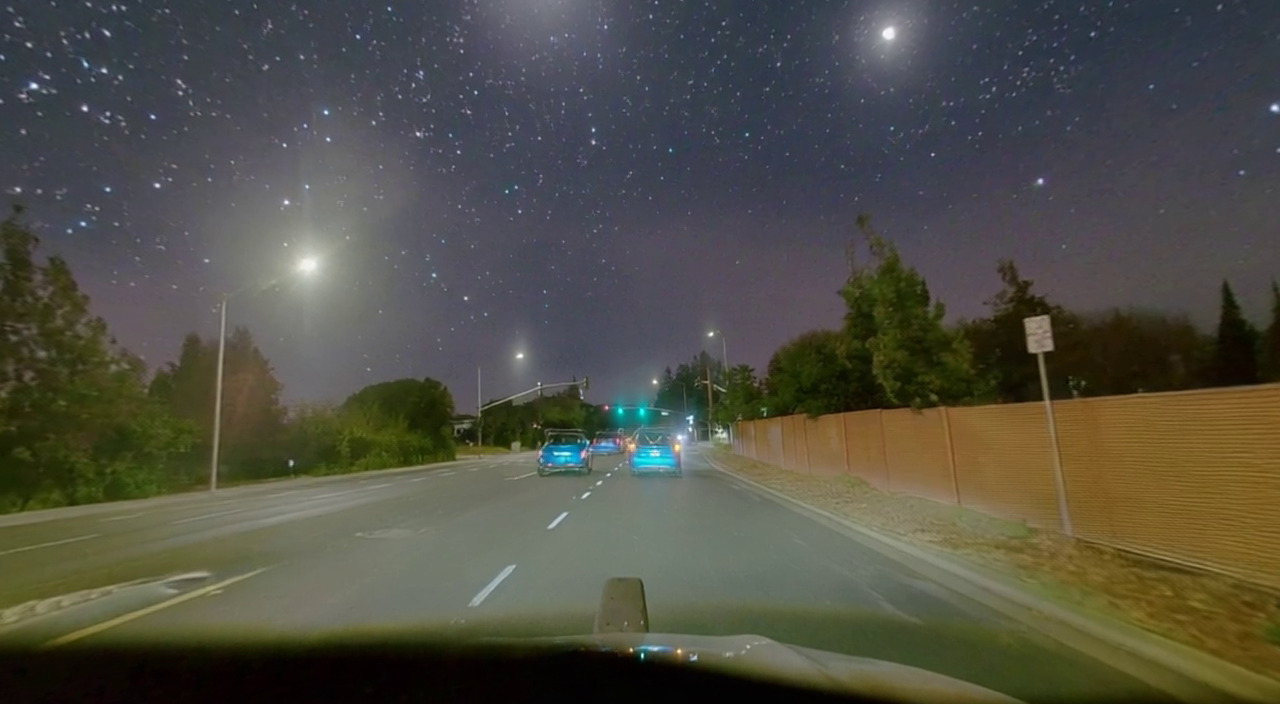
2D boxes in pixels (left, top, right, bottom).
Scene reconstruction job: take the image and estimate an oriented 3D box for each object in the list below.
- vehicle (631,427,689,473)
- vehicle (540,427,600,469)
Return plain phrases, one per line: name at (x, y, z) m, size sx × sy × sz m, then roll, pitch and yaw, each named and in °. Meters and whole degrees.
vehicle at (0.766, 3.867, 25.030) m, size 2.127 × 1.665 × 3.993 m, roll 0°, pitch -8°, yaw 1°
vehicle at (-3.054, 4.341, 28.541) m, size 2.190 × 1.766 × 4.394 m, roll 0°, pitch -8°, yaw 1°
